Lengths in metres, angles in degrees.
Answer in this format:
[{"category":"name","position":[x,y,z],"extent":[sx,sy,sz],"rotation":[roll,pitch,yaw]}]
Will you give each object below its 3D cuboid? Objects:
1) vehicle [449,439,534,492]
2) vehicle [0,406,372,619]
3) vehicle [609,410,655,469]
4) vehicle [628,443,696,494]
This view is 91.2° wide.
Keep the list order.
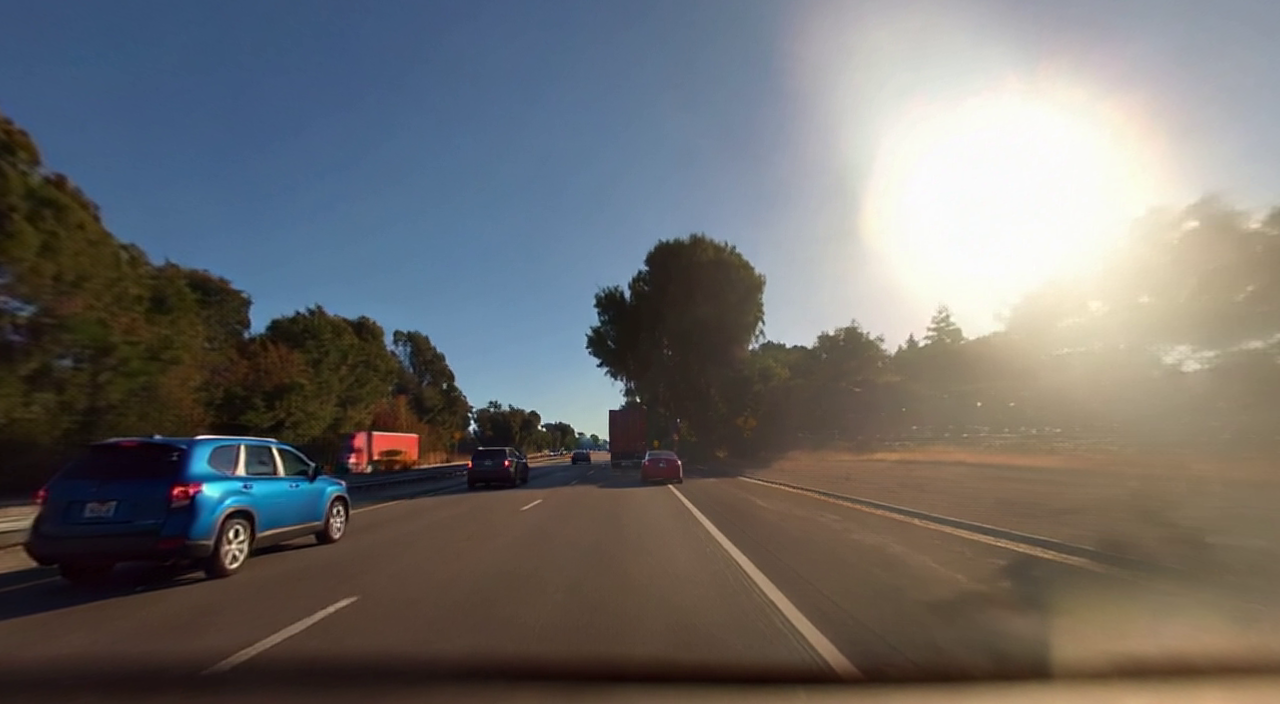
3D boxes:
[{"category":"vehicle","position":[-5.134,3.967,22.282],"extent":[2.035,1.664,4.064],"rotation":[0,-9,0]},{"category":"vehicle","position":[-5.002,1.590,7.104],"extent":[2.100,1.671,4.105],"rotation":[0,-9,0]},{"category":"vehicle","position":[-0.729,6.848,48.617],"extent":[3.113,4.066,10.786],"rotation":[0,-9,-2]},{"category":"vehicle","position":[0.631,3.817,20.895],"extent":[2.026,1.489,4.045],"rotation":[0,-9,-1]}]
